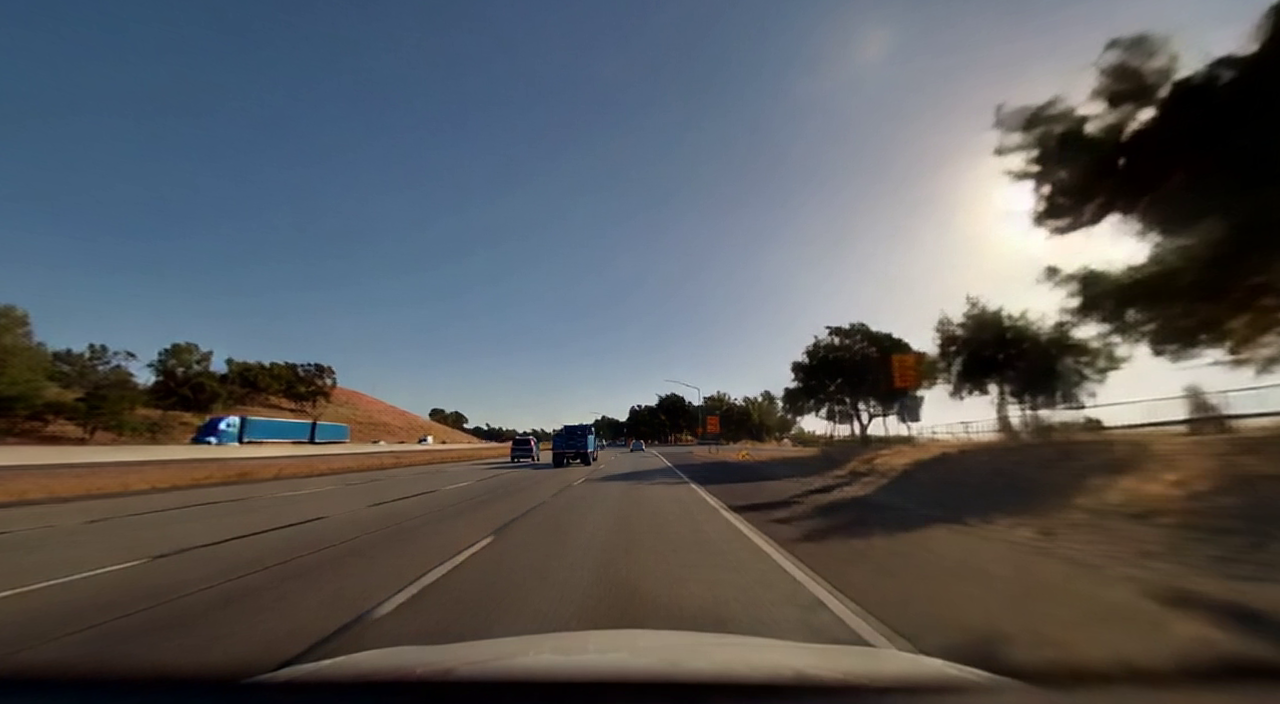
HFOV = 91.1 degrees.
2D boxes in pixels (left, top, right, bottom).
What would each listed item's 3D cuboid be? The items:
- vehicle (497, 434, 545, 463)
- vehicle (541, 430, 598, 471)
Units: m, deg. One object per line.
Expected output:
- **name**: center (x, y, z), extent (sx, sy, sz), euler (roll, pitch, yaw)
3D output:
- **vehicle**: center (-7.518, 6.157, 40.115), extent (2.078, 1.729, 4.722), euler (0, -8, 0)
- **vehicle**: center (-3.215, 4.597, 29.311), extent (2.194, 1.766, 3.720), euler (0, -8, 0)
